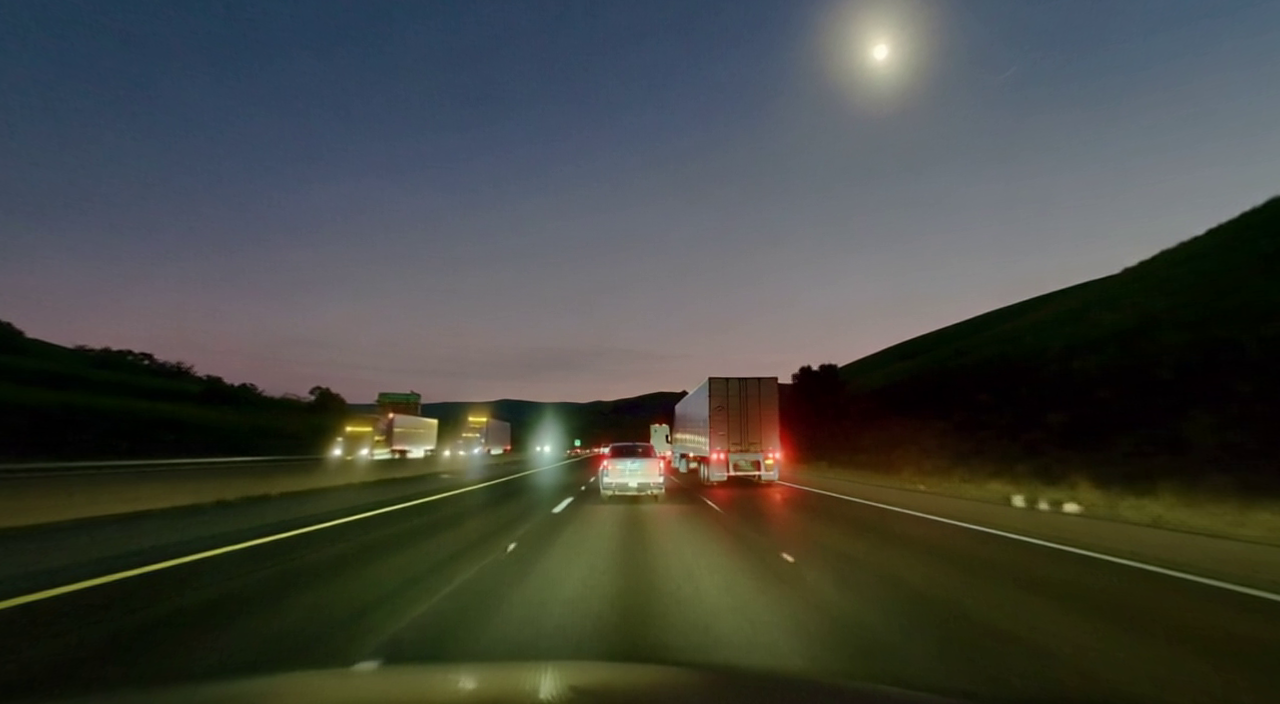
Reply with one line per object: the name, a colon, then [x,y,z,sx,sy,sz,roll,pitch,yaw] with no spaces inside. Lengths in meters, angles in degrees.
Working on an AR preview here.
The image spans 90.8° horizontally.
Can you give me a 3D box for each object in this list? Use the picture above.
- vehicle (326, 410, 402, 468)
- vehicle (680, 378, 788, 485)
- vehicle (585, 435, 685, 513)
vehicle: [-20.202,6.482,46.622,2.977,3.953,5.858,0,-9,-1]
vehicle: [3.971,4.084,30.833,2.812,4.024,14.098,0,-9,-1]
vehicle: [-0.122,2.878,15.266,2.109,1.639,3.768,0,-9,-1]
